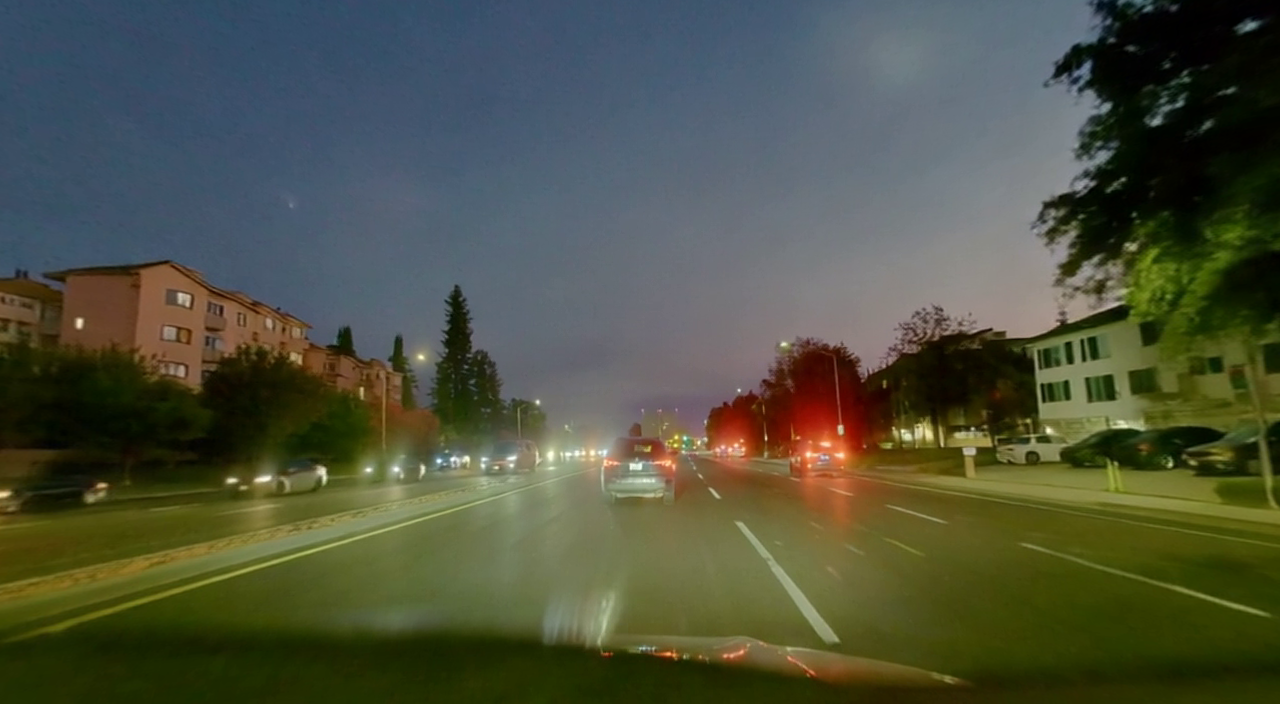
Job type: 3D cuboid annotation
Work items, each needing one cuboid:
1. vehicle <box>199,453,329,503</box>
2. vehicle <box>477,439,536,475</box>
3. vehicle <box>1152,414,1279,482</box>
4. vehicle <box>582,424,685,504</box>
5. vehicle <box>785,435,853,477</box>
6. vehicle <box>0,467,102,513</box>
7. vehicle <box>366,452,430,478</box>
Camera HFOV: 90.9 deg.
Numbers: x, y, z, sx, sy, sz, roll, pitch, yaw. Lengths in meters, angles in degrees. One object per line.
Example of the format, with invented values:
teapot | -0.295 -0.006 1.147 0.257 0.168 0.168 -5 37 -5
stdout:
vehicle | -13.249 4.428 22.569 1.806 1.417 4.405 -4 -9 3
vehicle | -7.196 5.691 34.468 2.119 1.778 4.760 0 -8 1
vehicle | 18.491 2.718 18.477 4.783 1.724 2.297 -4 -9 0
vehicle | 0.001 2.913 16.772 2.332 1.798 4.546 -1 -8 4
vehicle | 7.996 4.669 28.555 1.971 1.722 4.341 0 -8 2
vehicle | -23.276 5.152 23.702 1.824 1.476 4.499 -1 -9 6
vehicle | -15.618 7.308 40.960 2.010 1.510 4.532 -1 -8 5
